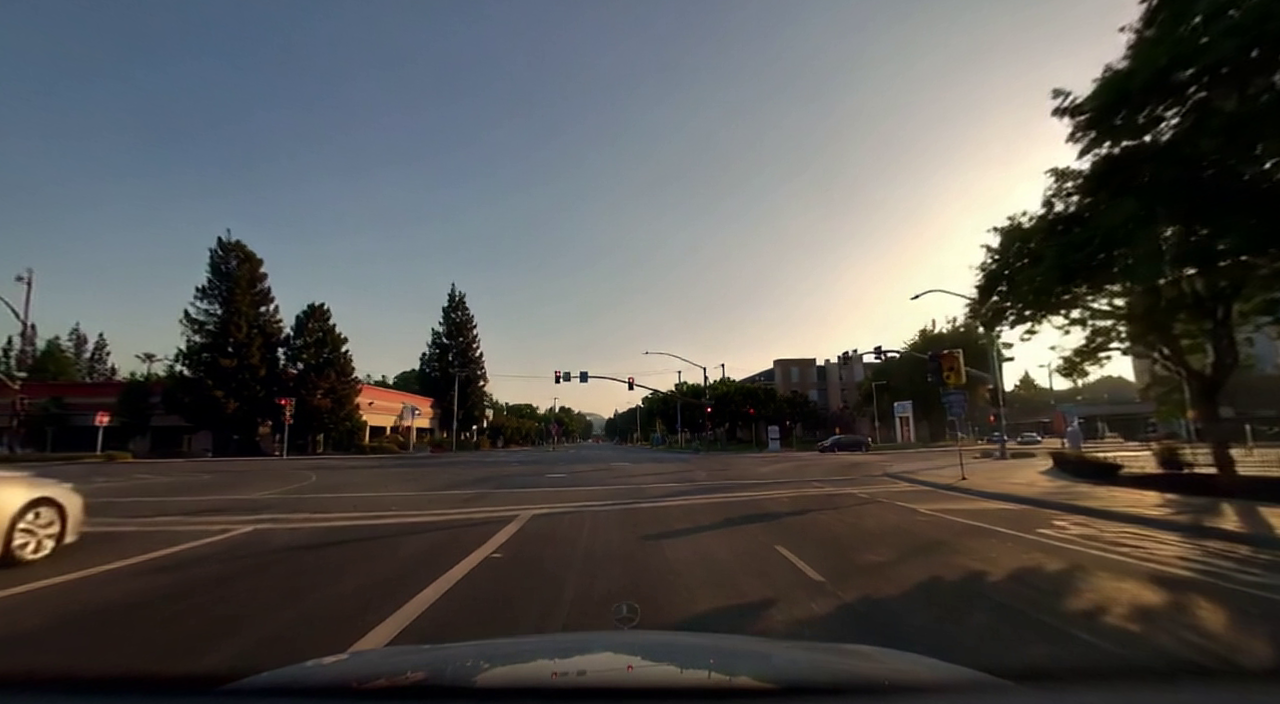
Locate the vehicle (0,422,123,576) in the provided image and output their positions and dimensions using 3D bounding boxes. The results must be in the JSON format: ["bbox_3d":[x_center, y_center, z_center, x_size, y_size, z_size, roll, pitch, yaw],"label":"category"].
[{"bbox_3d":[-7.233,1.272,5.041,1.904,1.497,5.154,0,-9,-1],"label":"vehicle"}]
